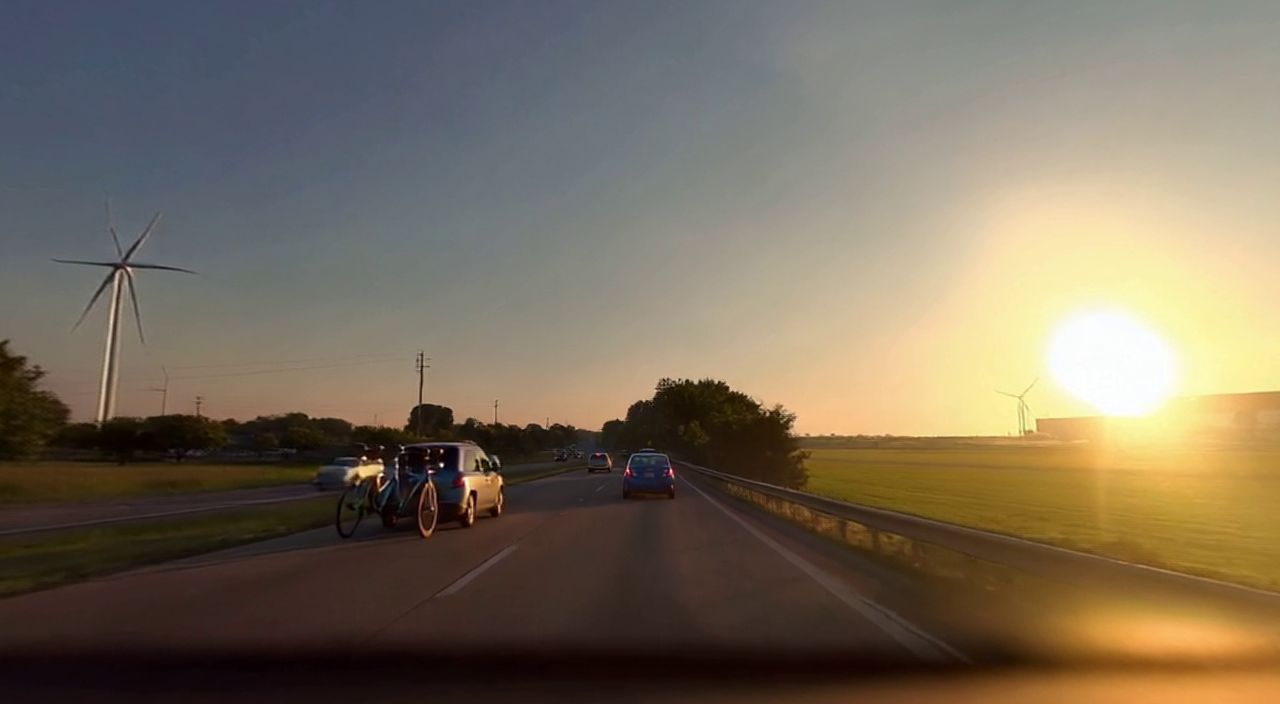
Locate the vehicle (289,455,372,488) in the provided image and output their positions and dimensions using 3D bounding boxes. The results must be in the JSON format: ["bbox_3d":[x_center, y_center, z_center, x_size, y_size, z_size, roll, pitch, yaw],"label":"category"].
[{"bbox_3d":[-15.761,6.088,32.410,1.922,1.500,4.584,0,-9,0],"label":"vehicle"}]

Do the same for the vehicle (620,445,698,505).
[{"bbox_3d":[0.517,3.609,18.899,2.063,1.582,3.955,0,-9,0],"label":"vehicle"}]

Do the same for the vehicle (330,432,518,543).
[{"bbox_3d":[-3.718,2.400,11.766,1.962,1.681,4.033,0,-9,2],"label":"vehicle"}]
